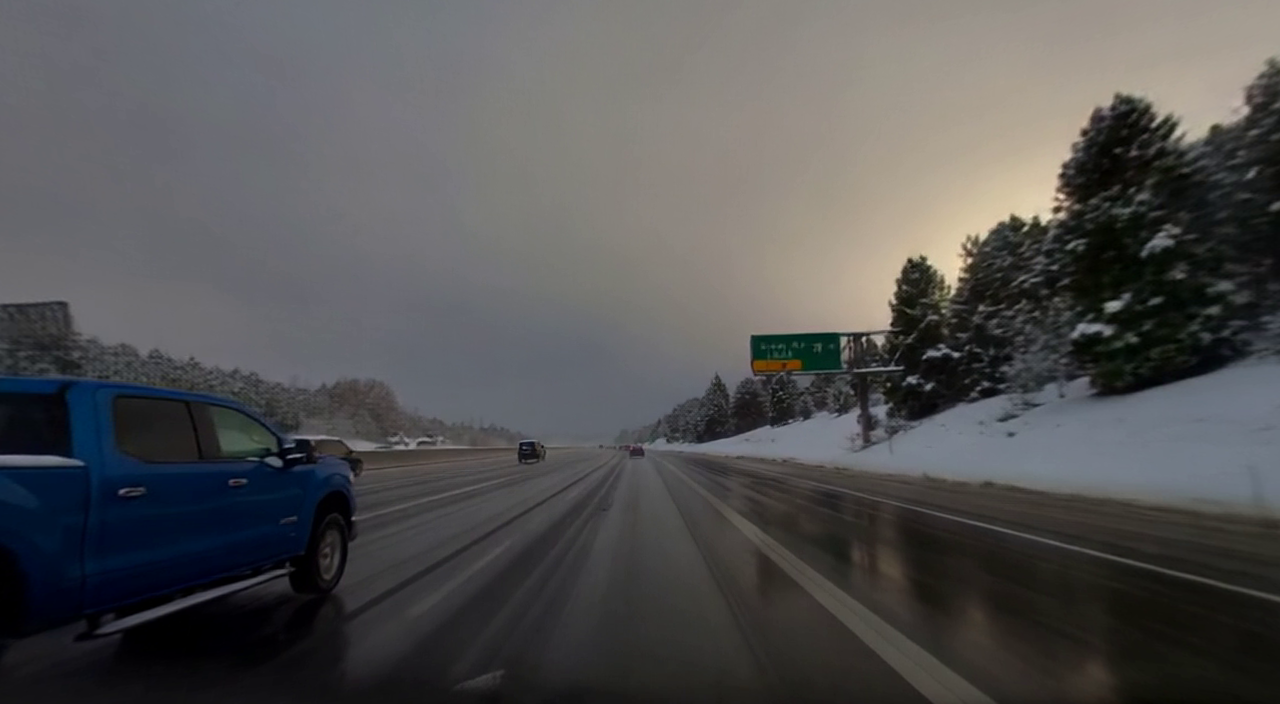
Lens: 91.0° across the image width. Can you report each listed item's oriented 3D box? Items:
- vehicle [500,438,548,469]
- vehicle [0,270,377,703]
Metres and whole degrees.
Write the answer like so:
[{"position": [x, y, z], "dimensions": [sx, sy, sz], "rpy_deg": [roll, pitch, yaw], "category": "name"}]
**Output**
[{"position": [-7.729, 6.842, 42.608], "dimensions": [2.260, 1.917, 5.499], "rpy_deg": [0, -9, -1], "category": "vehicle"}, {"position": [-3.852, 0.764, 3.237], "dimensions": [2.339, 2.004, 6.171], "rpy_deg": [0, -9, 0], "category": "vehicle"}]
